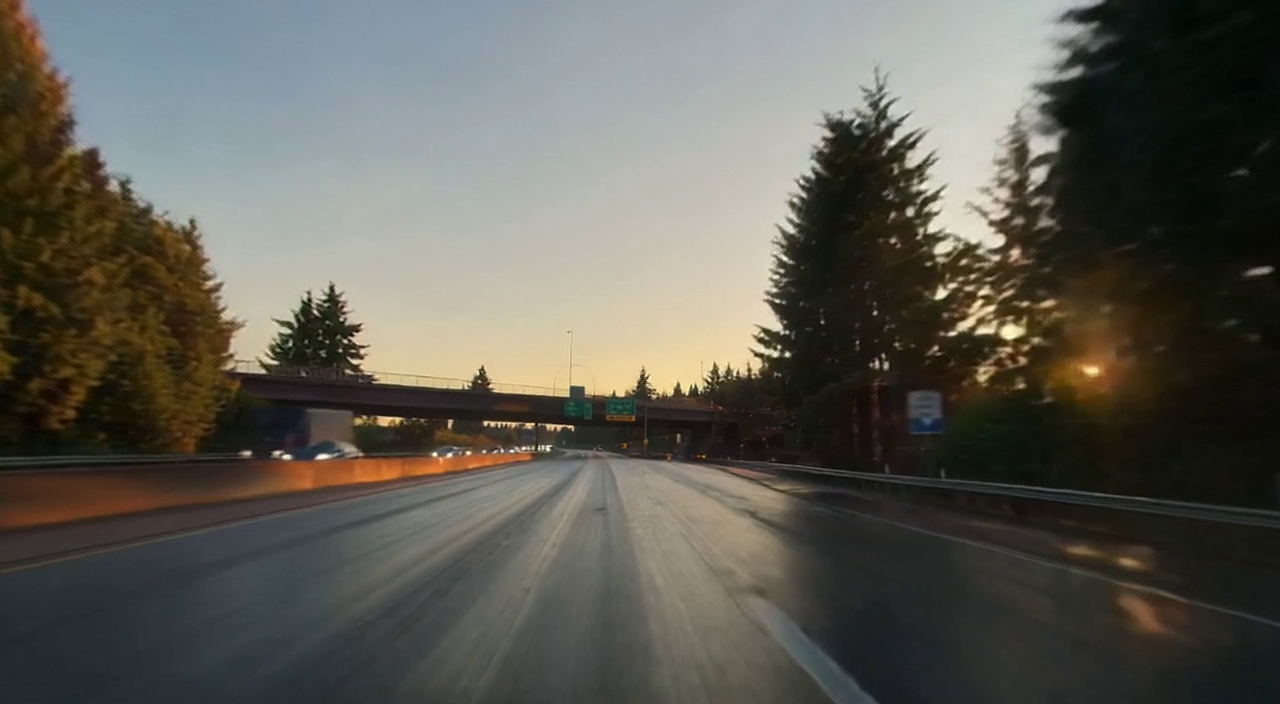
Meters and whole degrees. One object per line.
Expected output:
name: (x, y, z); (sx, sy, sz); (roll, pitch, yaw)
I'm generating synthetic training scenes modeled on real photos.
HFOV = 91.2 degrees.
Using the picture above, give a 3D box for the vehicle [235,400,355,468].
vehicle: (-19.511, 4.784, 36.187); (2.753, 3.469, 7.747); (0, -9, -3)

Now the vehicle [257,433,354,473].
vehicle: (-14.492, 4.403, 27.438); (1.939, 1.554, 4.335); (0, -9, -2)
